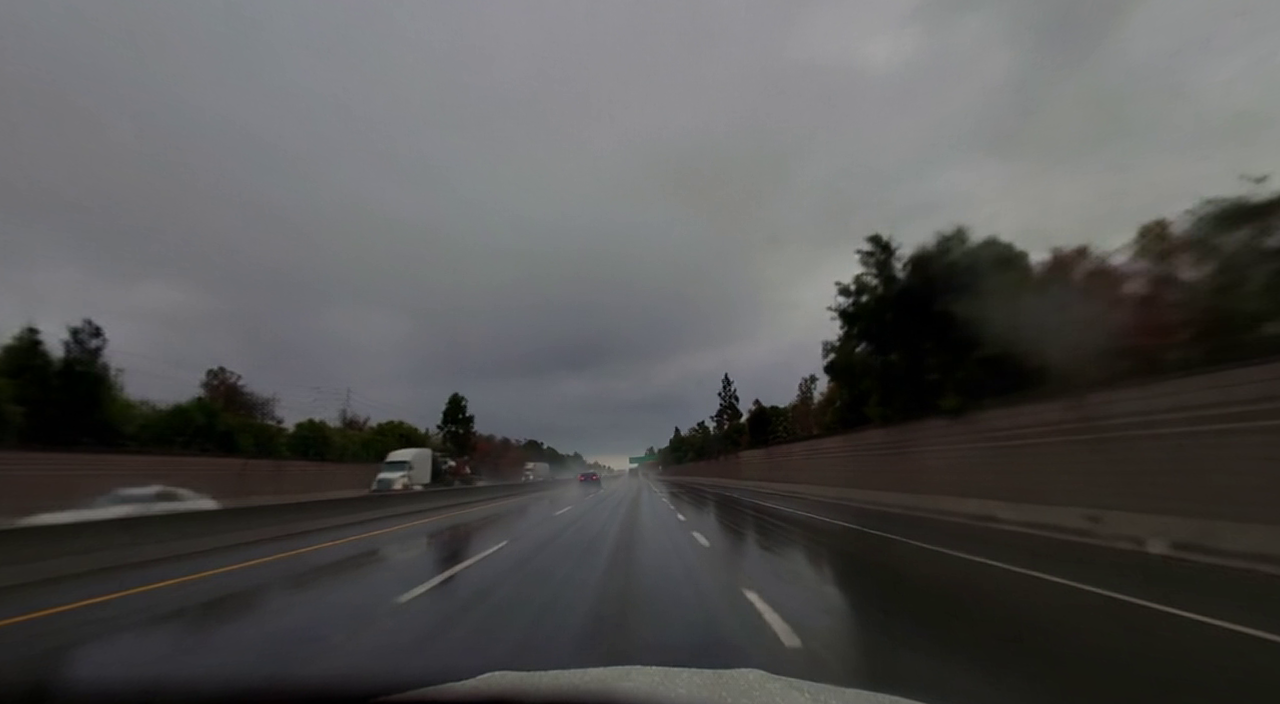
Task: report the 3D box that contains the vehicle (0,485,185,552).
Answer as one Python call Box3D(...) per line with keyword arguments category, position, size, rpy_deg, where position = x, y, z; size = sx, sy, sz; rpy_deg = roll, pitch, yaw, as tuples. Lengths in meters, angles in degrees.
Box3D(category="vehicle", position=(-15.372, 4.493, 17.491), size=(2.025, 1.444, 4.483), rpy_deg=(1, -11, 1))

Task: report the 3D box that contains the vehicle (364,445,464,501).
Box3D(category="vehicle", position=(-17.143, 9.416, 49.177), size=(3.031, 3.715, 12.365), rpy_deg=(1, -11, 0))

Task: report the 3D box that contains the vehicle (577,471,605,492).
Box3D(category="vehicle", position=(-3.701, 9.793, 47.768), size=(1.863, 1.486, 3.852), rpy_deg=(1, -11, -1))
